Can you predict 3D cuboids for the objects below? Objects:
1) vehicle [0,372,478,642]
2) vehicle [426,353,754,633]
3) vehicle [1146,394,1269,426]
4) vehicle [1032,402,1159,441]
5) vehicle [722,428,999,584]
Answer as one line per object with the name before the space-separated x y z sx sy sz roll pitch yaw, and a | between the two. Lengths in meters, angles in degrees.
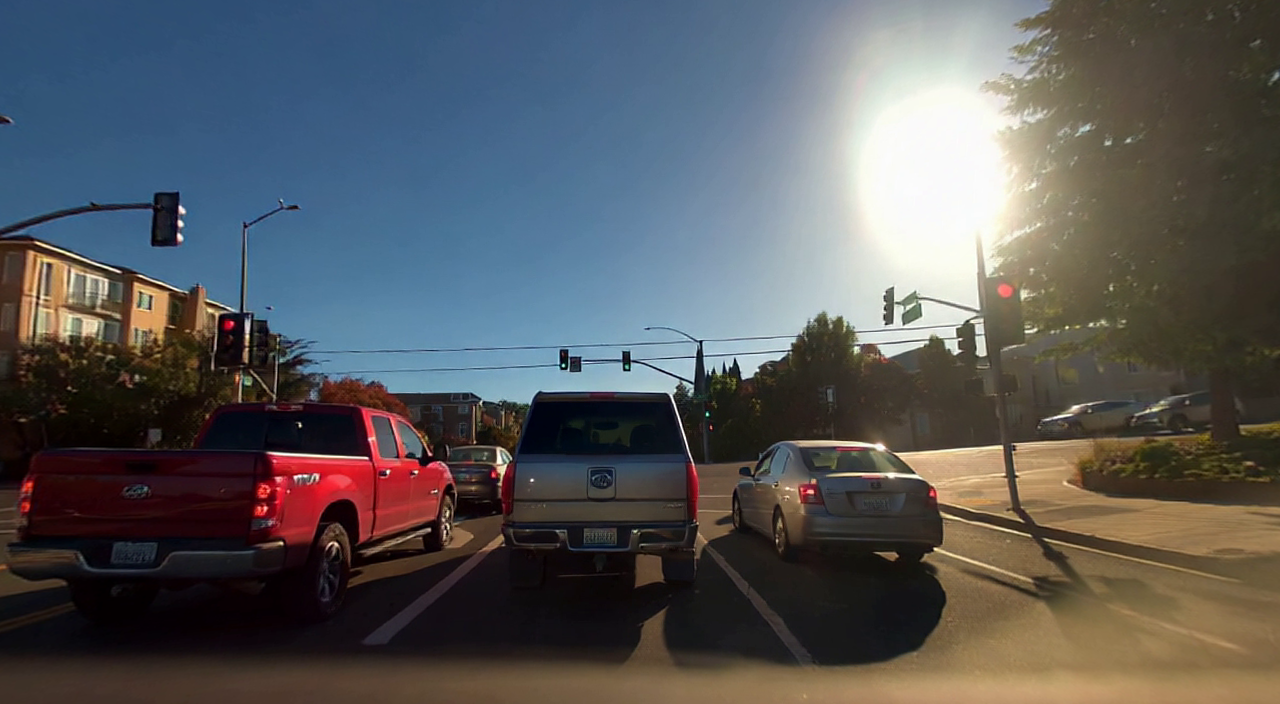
vehicle | -3.463 1.435 6.959 2.146 1.828 5.148 0 -9 -2
vehicle | -0.389 1.312 6.740 2.282 1.964 4.421 0 -9 -1
vehicle | 29.278 3.041 32.691 4.540 1.543 1.803 0 -9 1
vehicle | 23.288 3.598 32.483 4.721 1.866 2.188 0 -9 2
vehicle | 2.412 1.815 8.311 2.016 1.481 4.336 0 -9 -1
